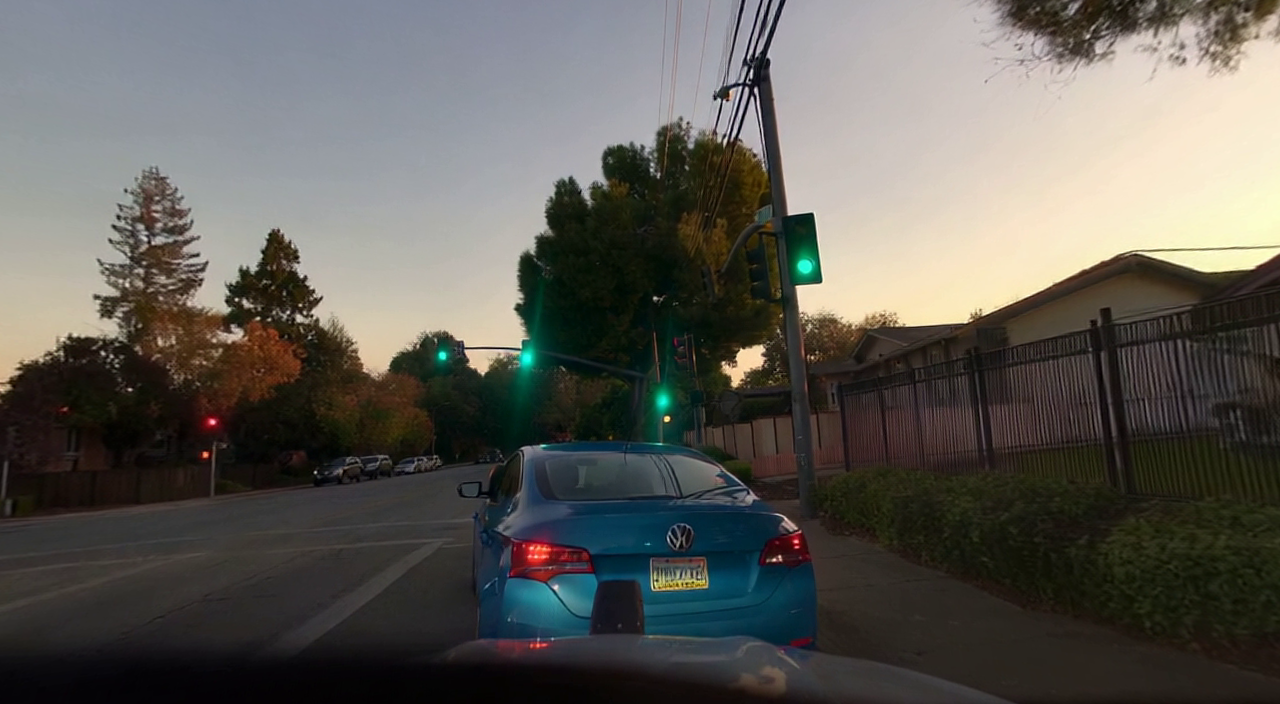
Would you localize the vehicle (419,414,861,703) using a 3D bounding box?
[{"bbox_3d":[-0.149,1.320,4.778,2.024,1.502,3.702,1,-9,-6],"label":"vehicle"}]
